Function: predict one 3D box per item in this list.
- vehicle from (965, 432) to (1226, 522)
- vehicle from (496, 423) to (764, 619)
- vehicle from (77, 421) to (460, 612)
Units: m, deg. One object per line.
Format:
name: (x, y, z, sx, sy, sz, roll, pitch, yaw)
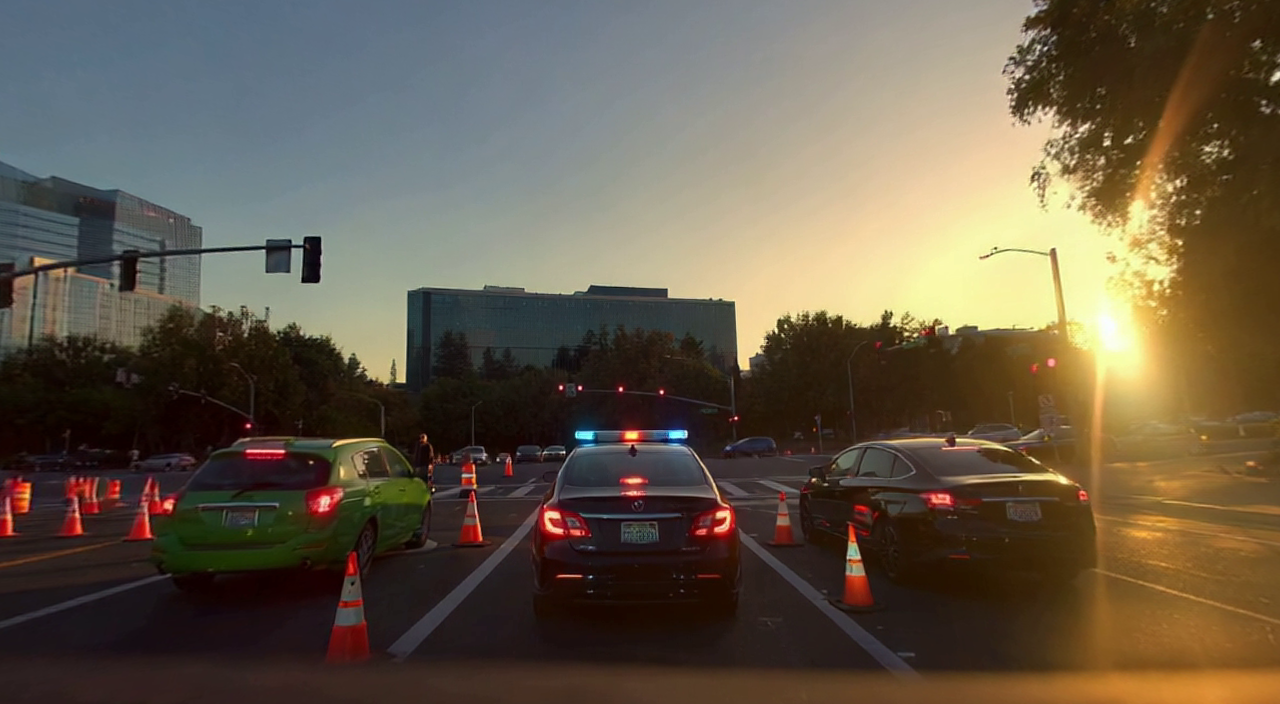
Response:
vehicle: (9.349, 2.575, 13.584, 1.957, 1.576, 4.670, 0, -9, -3)
vehicle: (-0.122, 1.626, 7.084, 2.061, 1.486, 4.332, 0, -8, -1)
vehicle: (-3.595, 1.630, 7.156, 1.863, 1.526, 4.006, 0, -8, 0)
